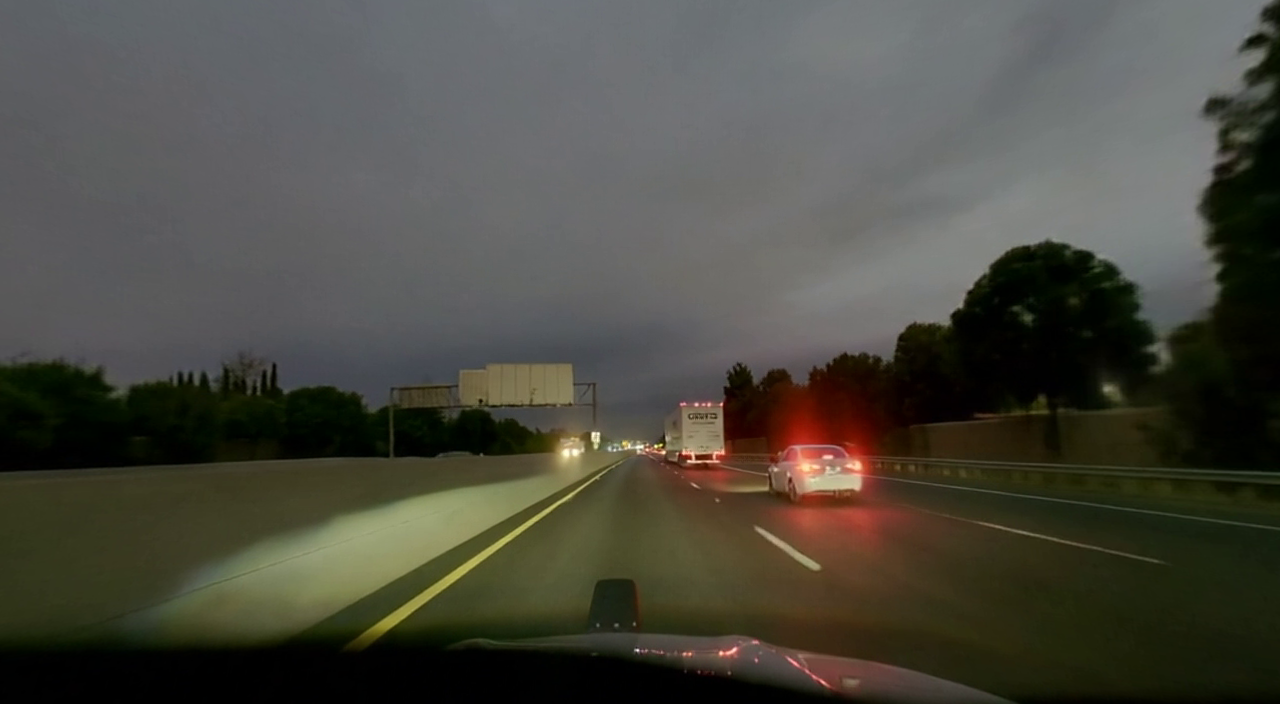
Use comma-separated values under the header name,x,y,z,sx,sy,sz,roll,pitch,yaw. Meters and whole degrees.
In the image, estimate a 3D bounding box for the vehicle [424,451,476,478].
name,x,y,z,sx,sy,sz,roll,pitch,yaw
vehicle,-11.443,6.783,38.146,1.882,1.546,3.885,0,-9,1

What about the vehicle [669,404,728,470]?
name,x,y,z,sx,sy,sz,roll,pitch,yaw
vehicle,3.952,6.410,46.343,2.926,4.060,14.068,0,-9,0

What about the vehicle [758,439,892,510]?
name,x,y,z,sx,sy,sz,roll,pitch,yaw
vehicle,4.341,2.936,15.495,1.917,1.471,4.149,0,-9,-2
